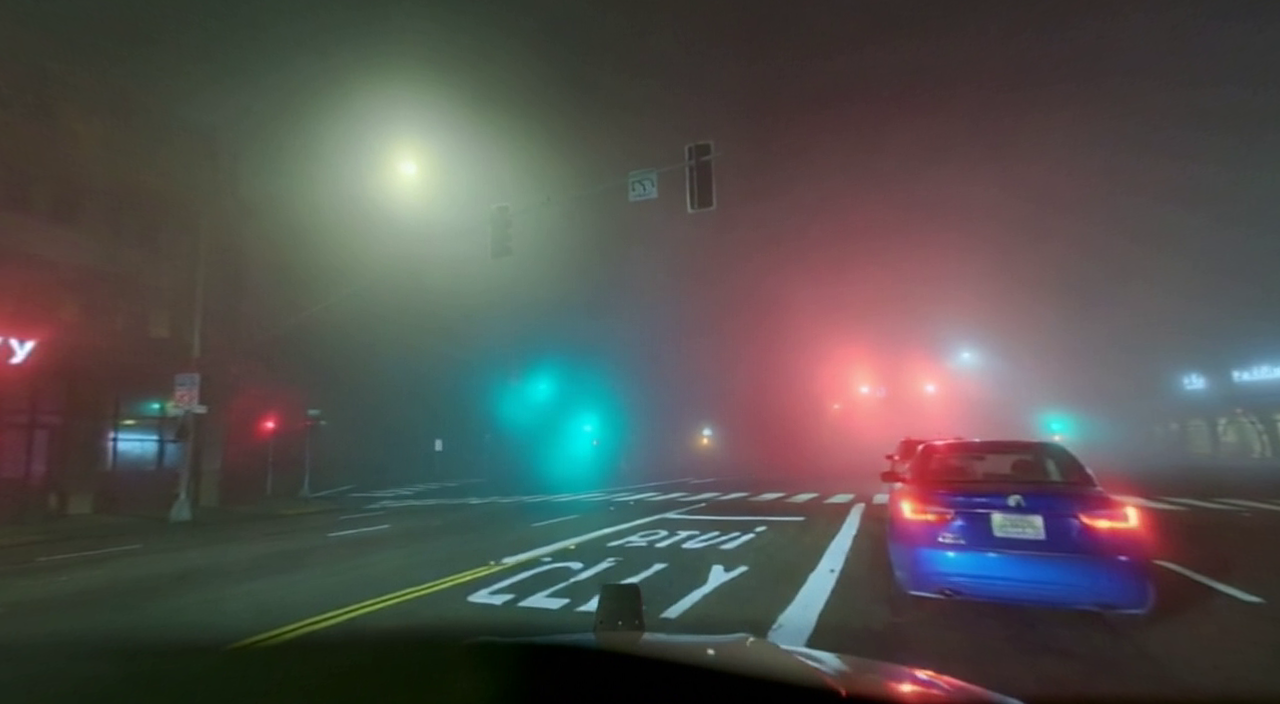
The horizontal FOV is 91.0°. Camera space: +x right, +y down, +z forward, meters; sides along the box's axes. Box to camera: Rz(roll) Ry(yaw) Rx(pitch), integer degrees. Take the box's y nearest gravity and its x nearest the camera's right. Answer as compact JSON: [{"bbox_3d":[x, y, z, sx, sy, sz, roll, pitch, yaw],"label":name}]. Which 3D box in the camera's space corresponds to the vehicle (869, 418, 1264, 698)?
[{"bbox_3d":[3.183,1.445,5.801,1.872,1.459,4.483,-3,-9,20],"label":"vehicle"}]
